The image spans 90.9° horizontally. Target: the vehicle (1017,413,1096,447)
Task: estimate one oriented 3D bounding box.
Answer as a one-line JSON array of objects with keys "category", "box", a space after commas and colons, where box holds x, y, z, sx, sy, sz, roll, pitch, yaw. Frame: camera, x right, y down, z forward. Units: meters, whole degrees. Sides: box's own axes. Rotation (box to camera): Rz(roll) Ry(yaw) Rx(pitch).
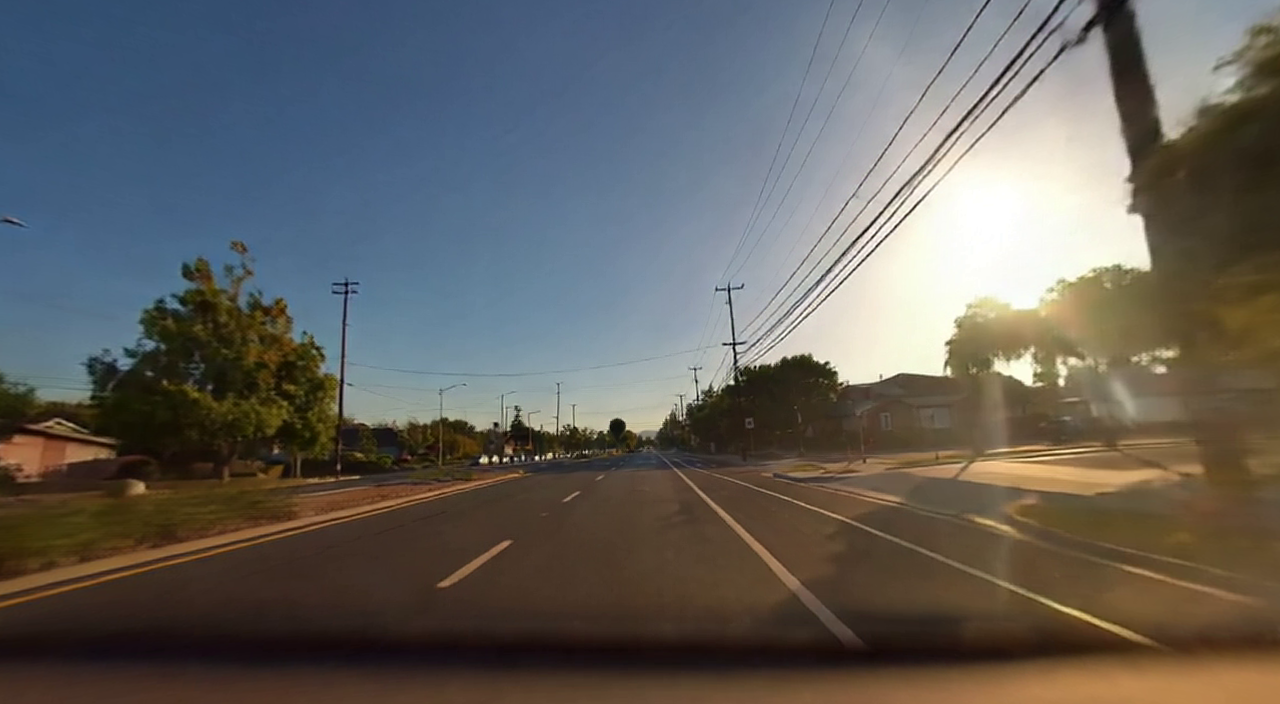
[{"category": "vehicle", "box": [26.704, 5.109, 40.634, 2.009, 2.044, 4.571, -1, -8, 2]}]
